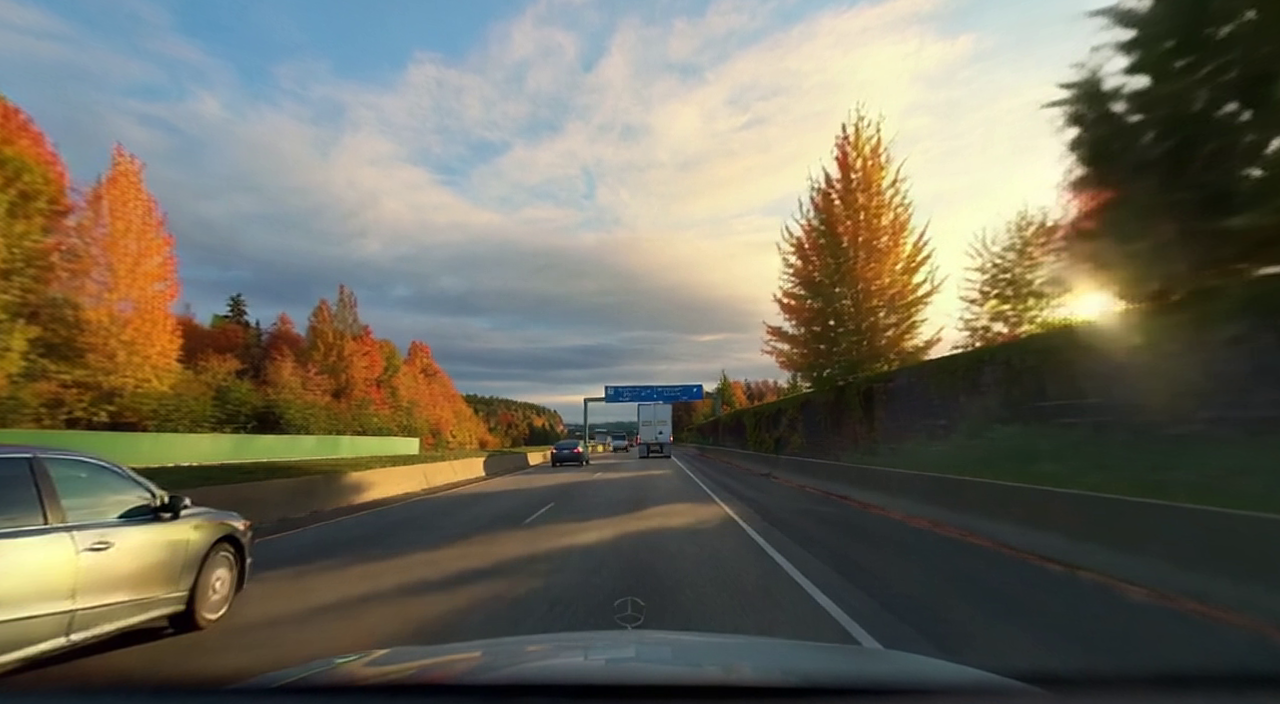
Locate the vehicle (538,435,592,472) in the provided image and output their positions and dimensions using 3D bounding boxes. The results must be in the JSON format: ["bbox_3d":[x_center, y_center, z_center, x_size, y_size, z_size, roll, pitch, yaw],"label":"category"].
[{"bbox_3d":[-3.387,4.653,29.046,1.927,1.556,3.921,0,-8,1],"label":"vehicle"}]

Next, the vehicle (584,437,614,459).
[{"bbox_3d":[-3.015,7.151,46.854,1.962,1.575,4.158,0,-8,0],"label":"vehicle"}]

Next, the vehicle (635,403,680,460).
[{"bbox_3d":[1.244,5.970,46.504,2.933,3.701,10.425,0,-8,1],"label":"vehicle"}]
